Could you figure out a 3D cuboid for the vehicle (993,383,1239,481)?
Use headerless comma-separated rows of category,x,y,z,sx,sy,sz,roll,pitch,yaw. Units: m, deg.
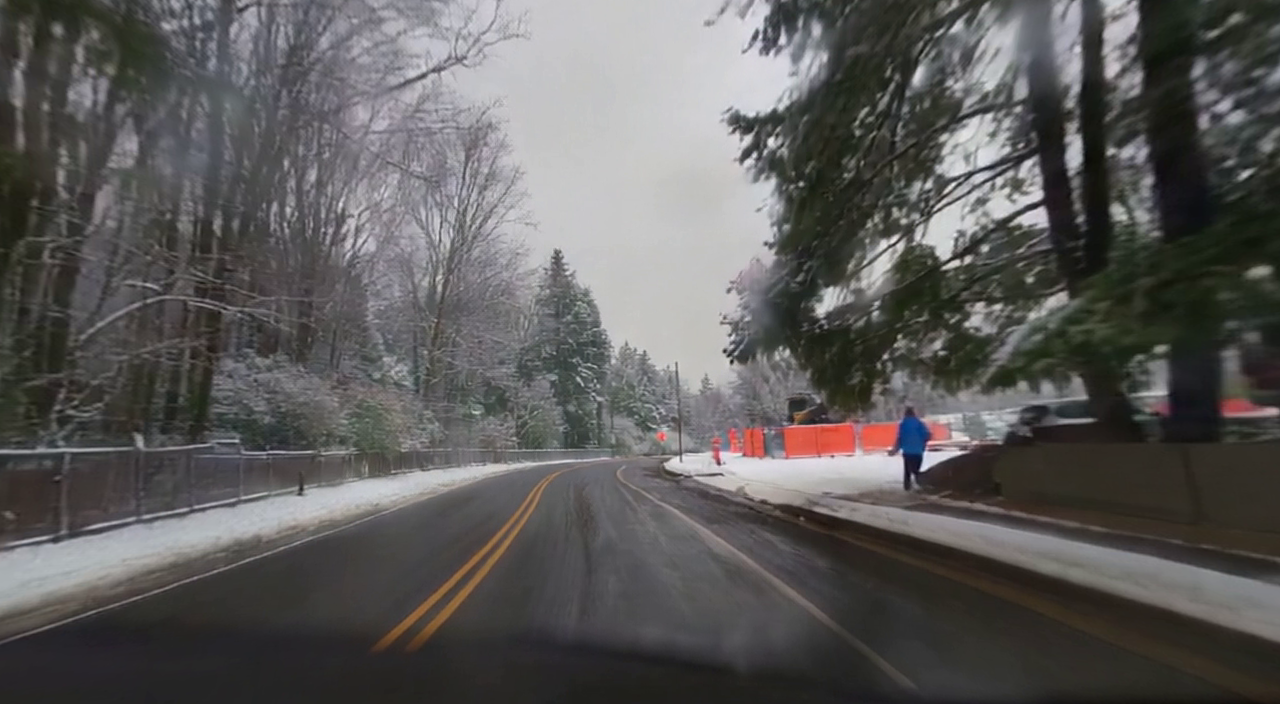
vehicle,11.838,2.000,15.815,5.021,1.930,2.119,-2,-10,-17

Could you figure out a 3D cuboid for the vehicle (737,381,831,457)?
vehicle,7.842,4.014,36.116,2.984,3.691,10.409,-1,-8,0
